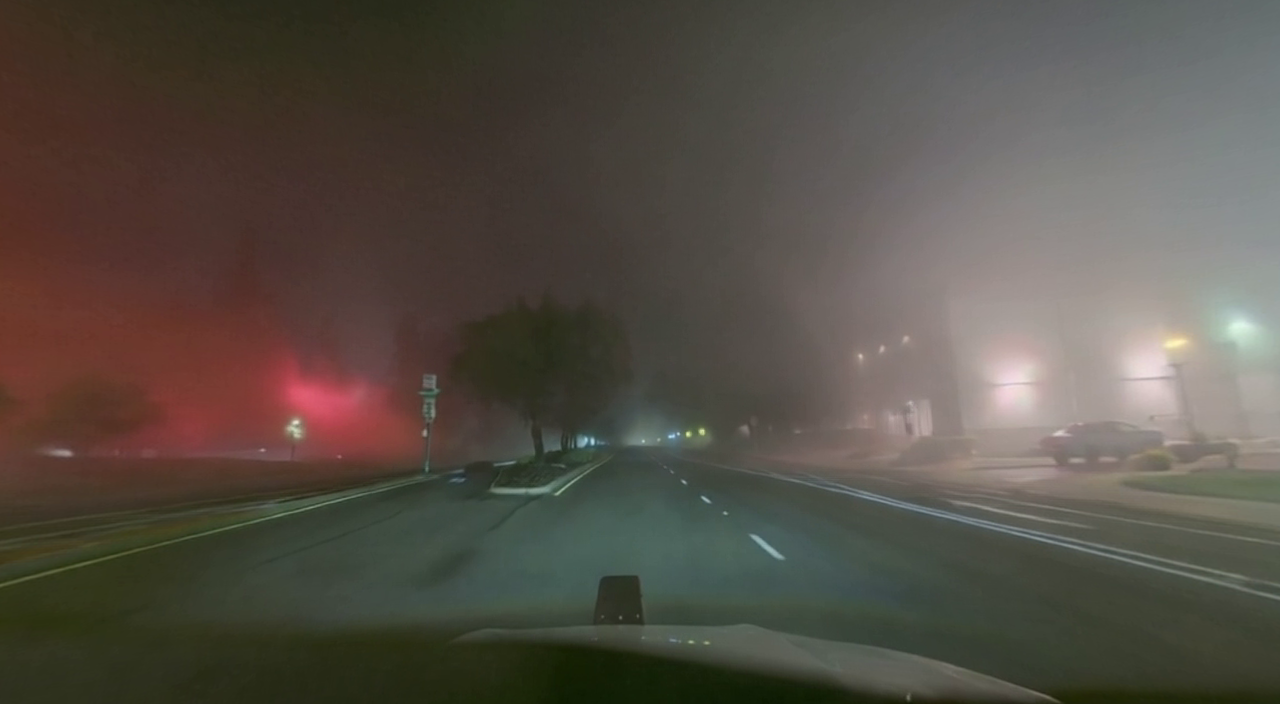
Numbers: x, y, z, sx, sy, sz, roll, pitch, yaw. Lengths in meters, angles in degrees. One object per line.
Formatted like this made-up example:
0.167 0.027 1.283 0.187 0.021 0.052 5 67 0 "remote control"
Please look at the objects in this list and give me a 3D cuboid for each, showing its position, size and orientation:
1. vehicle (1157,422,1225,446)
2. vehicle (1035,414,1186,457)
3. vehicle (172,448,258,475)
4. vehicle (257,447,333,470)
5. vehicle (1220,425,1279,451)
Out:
40.432 6.045 46.364 3.438 1.405 1.601 -4 -8 -5 "vehicle"
19.995 3.593 27.034 4.656 1.752 2.309 0 -9 -4 "vehicle"
-32.382 8.328 48.240 4.993 1.886 2.122 8 -13 -43 "vehicle"
-26.671 8.238 49.006 4.673 1.717 2.044 0 -9 1 "vehicle"
40.003 5.554 40.731 3.517 1.432 1.583 -4 -8 0 "vehicle"
